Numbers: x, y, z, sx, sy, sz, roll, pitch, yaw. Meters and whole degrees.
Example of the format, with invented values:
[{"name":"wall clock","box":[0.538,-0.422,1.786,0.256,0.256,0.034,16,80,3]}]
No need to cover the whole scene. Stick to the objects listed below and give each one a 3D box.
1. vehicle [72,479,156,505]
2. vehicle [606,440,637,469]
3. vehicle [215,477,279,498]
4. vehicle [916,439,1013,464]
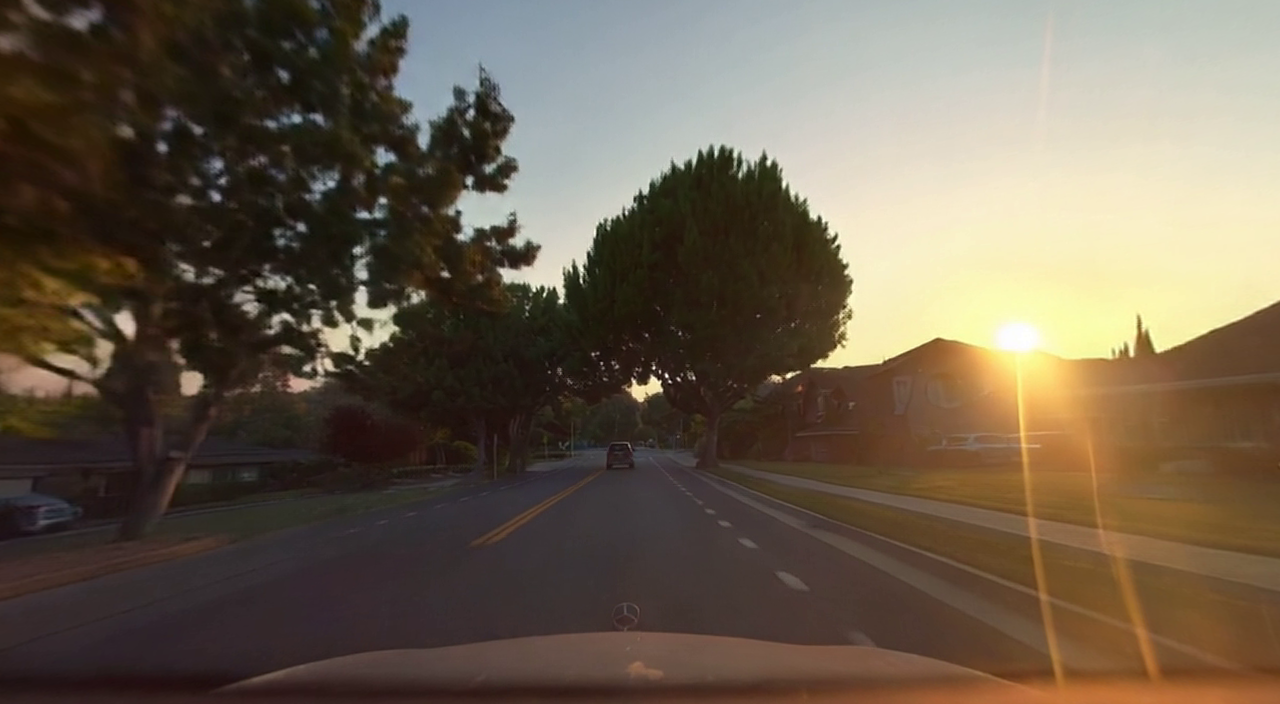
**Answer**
[{"name":"vehicle","box":[-31.057,8.248,37.318,3.502,1.310,1.729,-1,-8,5]},{"name":"vehicle","box":[-1.360,7.682,47.642,2.210,2.023,4.663,0,-9,-1]},{"name":"vehicle","box":[-29.542,10.205,47.558,3.675,1.432,1.636,0,-9,3]},{"name":"vehicle","box":[14.392,4.447,28.318,1.987,1.039,4.499,0,-9,0]}]
